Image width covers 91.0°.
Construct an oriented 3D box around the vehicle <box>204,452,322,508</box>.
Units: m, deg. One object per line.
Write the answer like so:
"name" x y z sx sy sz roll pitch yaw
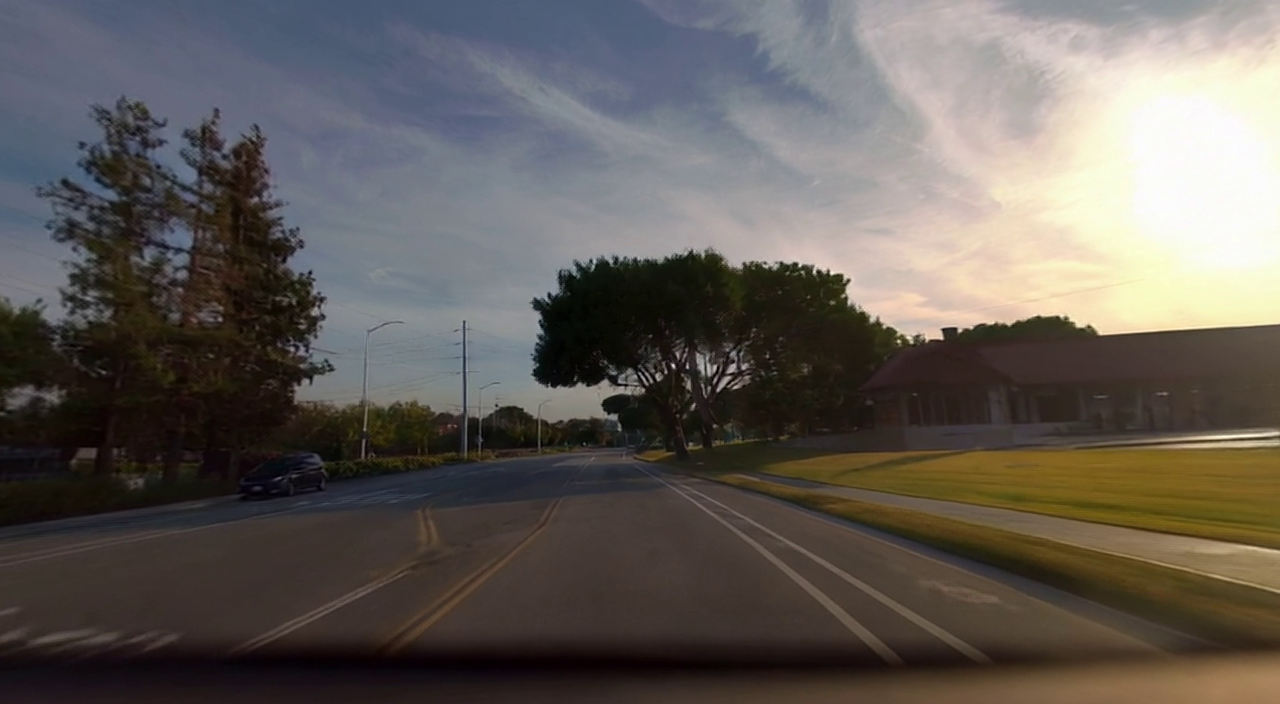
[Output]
"vehicle" -13.599 4.578 23.047 1.952 1.632 4.200 -4 -8 -3
